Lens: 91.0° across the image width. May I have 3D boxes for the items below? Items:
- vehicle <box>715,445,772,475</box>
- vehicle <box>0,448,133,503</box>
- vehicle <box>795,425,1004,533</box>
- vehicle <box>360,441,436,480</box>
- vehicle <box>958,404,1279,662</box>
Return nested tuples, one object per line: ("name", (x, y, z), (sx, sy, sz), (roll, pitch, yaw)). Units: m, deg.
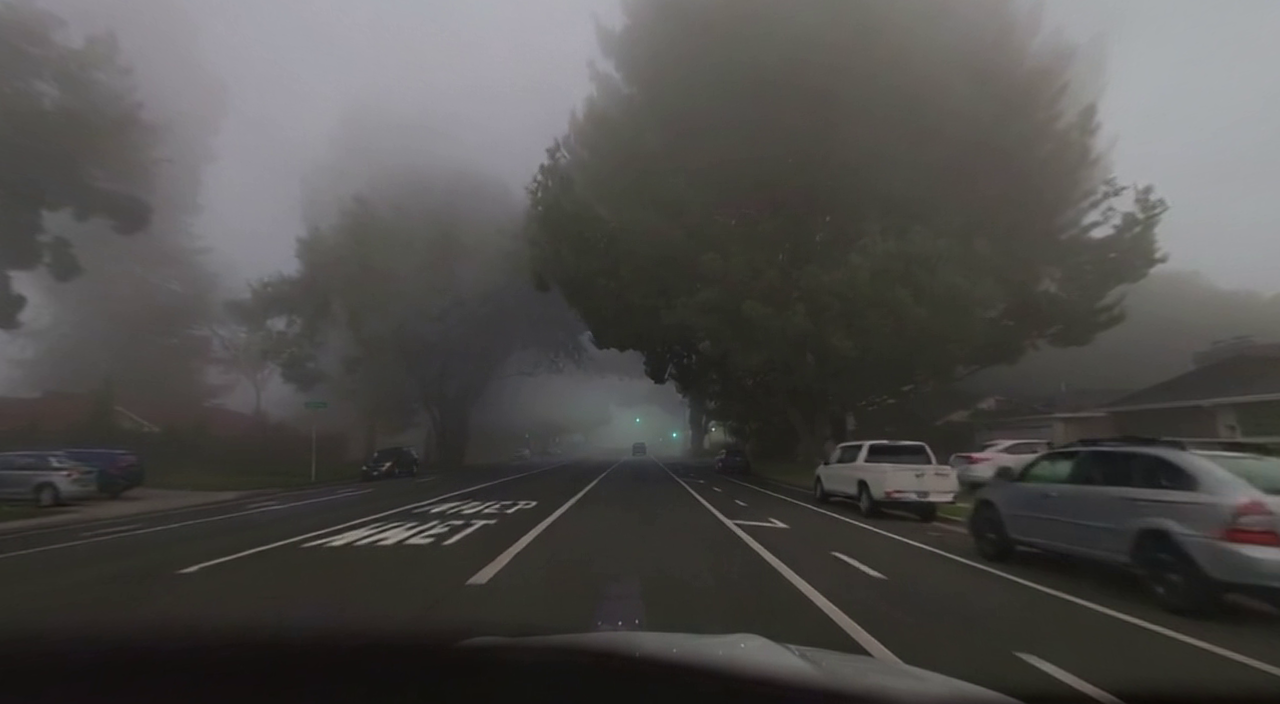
("vehicle", (5.294, 5.584, 32.800), (2.002, 1.461, 4.673), (1, -9, -2))
("vehicle", (-17.692, 3.519, 18.137), (4.349, 1.457, 1.997), (0, -9, 0))
("vehicle", (5.186, 2.607, 13.590), (2.171, 1.798, 5.040), (3, -9, -3))
("vehicle", (-11.928, 5.411, 31.401), (2.061, 1.760, 4.569), (-1, -9, -2))
("vehicle", (5.393, 1.516, 6.154), (2.164, 1.729, 4.488), (0, -9, -1))
